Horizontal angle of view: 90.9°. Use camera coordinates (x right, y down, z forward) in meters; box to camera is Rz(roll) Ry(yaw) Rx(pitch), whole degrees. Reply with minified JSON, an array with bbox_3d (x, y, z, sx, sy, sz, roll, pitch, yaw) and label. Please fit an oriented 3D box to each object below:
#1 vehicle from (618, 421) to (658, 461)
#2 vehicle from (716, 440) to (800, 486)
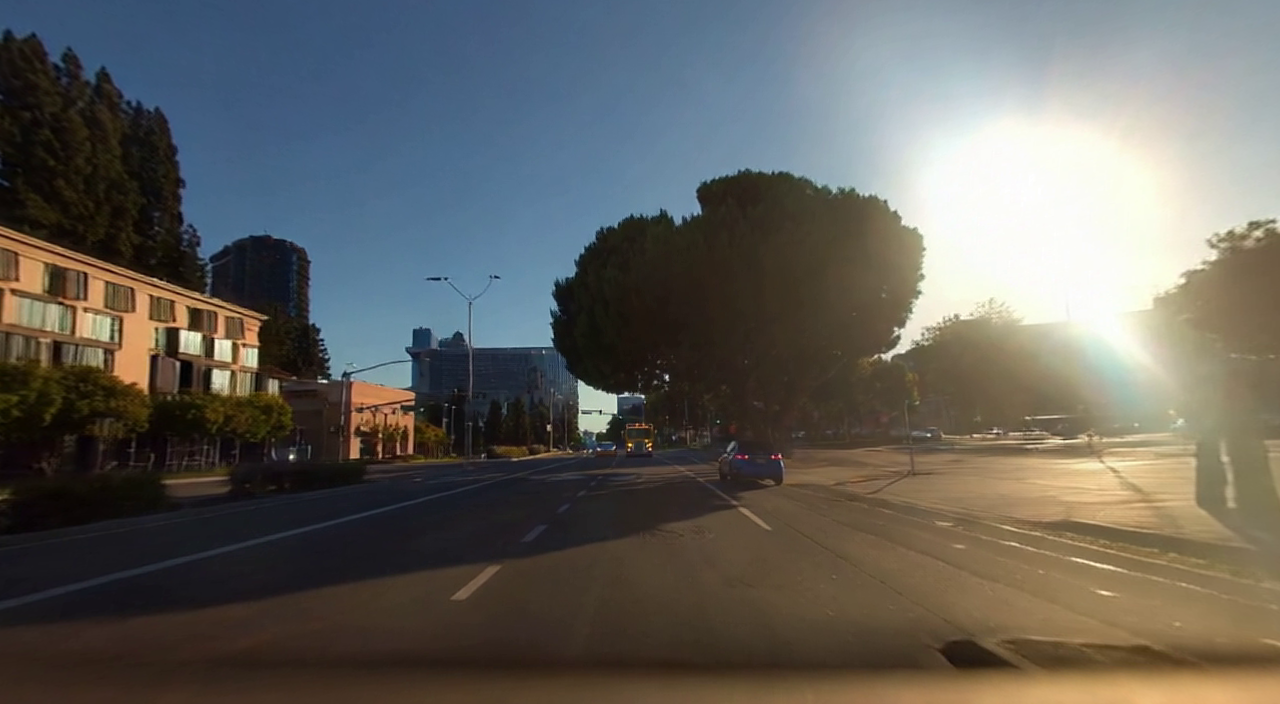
[{"bbox_3d":[-0.115,6.942,49.191,2.833,2.879,6.572,0,-8,1],"label":"vehicle"},{"bbox_3d":[4.035,3.880,22.468,2.005,1.442,4.675,0,-8,-1],"label":"vehicle"}]
